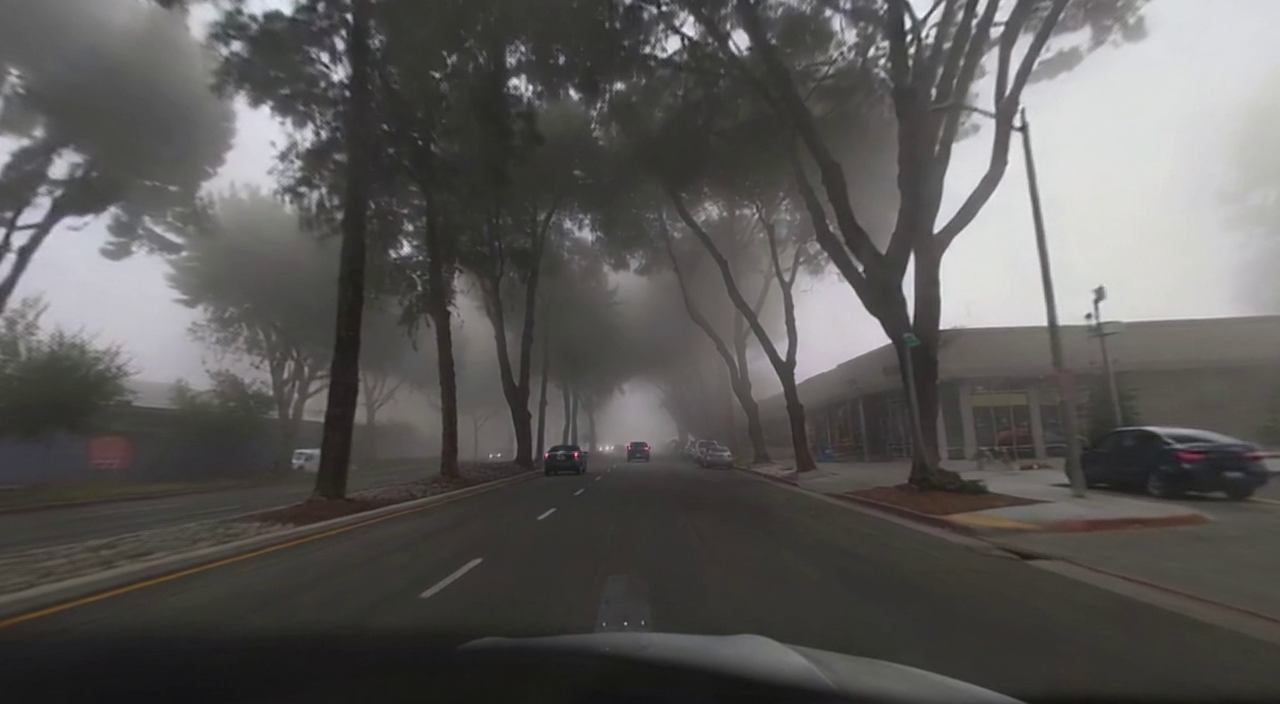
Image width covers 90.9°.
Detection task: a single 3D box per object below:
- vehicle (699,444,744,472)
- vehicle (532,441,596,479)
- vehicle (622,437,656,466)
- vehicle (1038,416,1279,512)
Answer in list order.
[{"bbox_3d":[4.494,5.887,35.346,1.896,1.451,4.329,0,-8,0],"label":"vehicle"},{"bbox_3d":[-3.227,4.683,27.637,2.151,1.484,4.468,0,-8,1],"label":"vehicle"},{"bbox_3d":[-0.084,6.492,41.138,2.075,1.770,4.018,0,-8,0],"label":"vehicle"},{"bbox_3d":[10.134,2.081,12.159,1.998,1.494,4.411,0,-8,-1],"label":"vehicle"}]
